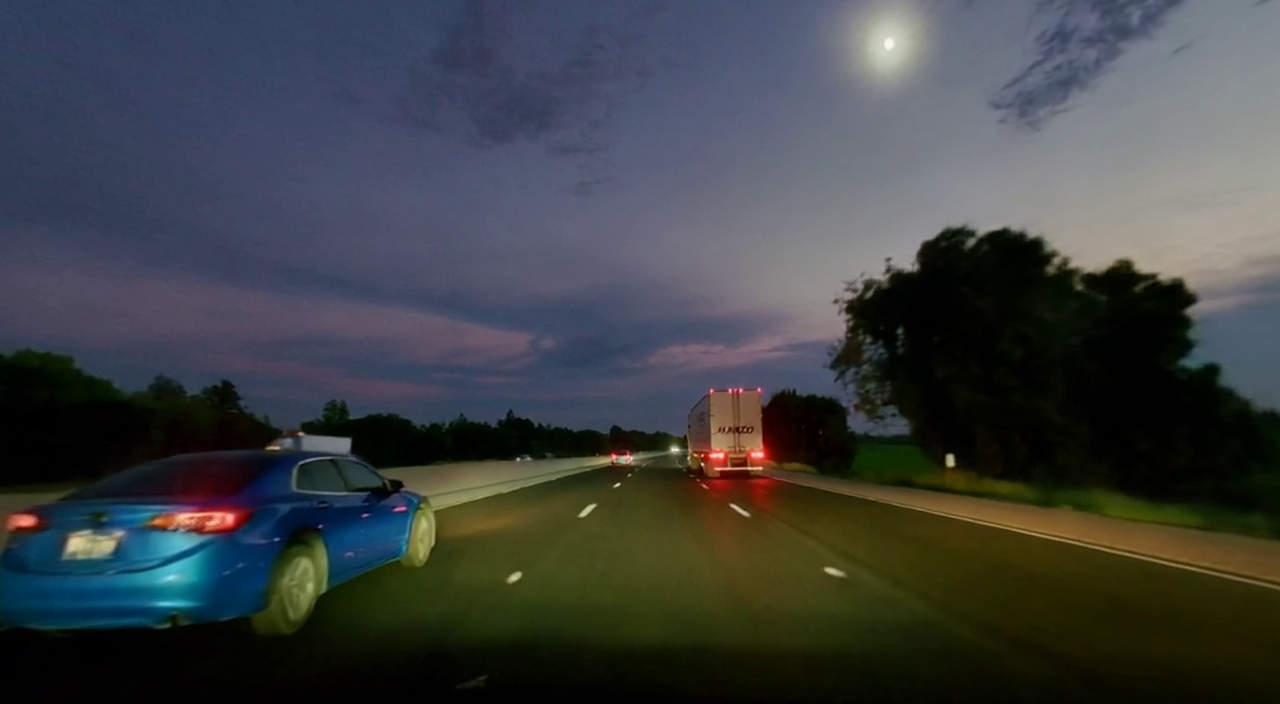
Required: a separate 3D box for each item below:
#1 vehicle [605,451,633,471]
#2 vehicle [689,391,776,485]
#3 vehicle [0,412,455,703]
[{"bbox_3d":[-1.591,8.551,49.798,1.935,1.470,4.063,0,-9,2],"label":"vehicle"},{"bbox_3d":[4.504,4.767,34.246,2.832,4.034,13.924,0,-9,1],"label":"vehicle"},{"bbox_3d":[-3.293,1.427,5.554,1.945,1.537,4.294,0,-9,1],"label":"vehicle"}]
